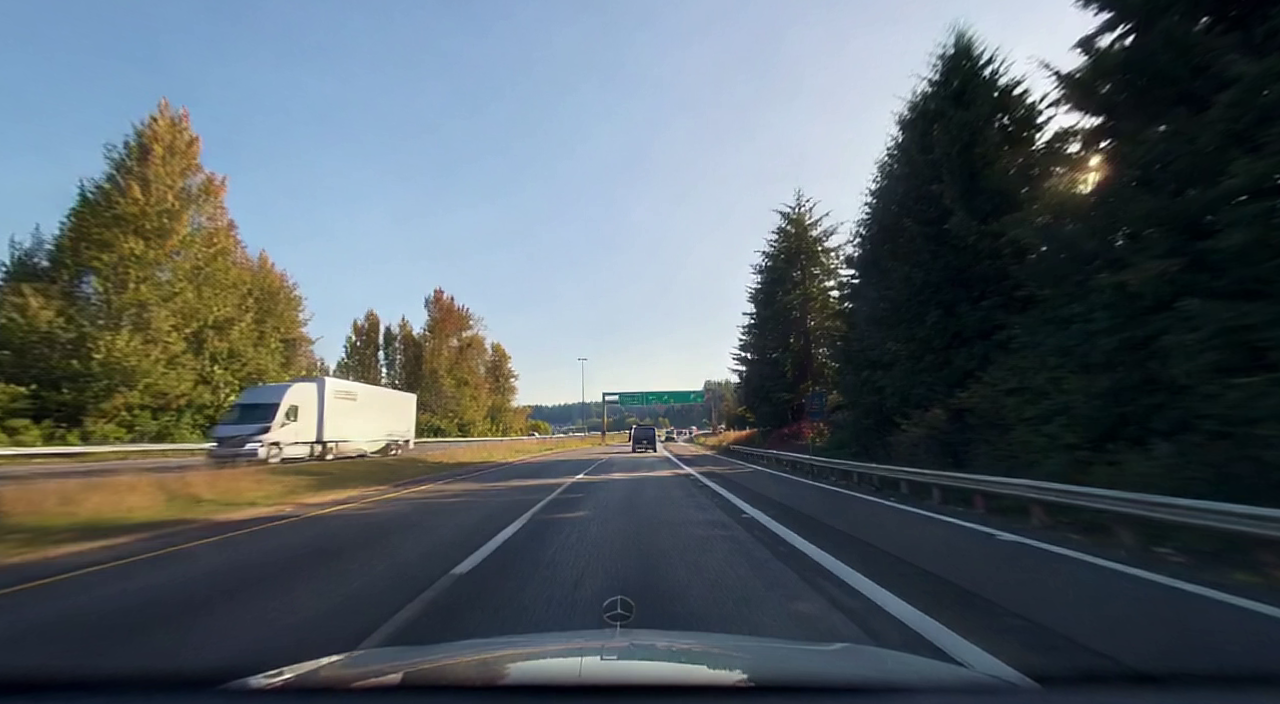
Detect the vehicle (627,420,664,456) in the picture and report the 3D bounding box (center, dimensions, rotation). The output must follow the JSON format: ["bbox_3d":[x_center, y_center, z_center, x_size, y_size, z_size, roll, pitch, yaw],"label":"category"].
[{"bbox_3d":[0.351,5.996,43.830,2.450,2.314,4.753,0,-8,-1],"label":"vehicle"}]

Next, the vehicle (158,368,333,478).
[{"bbox_3d":[-15.248,2.873,25.037,3.006,3.818,5.823,0,-8,0],"label":"vehicle"}]
